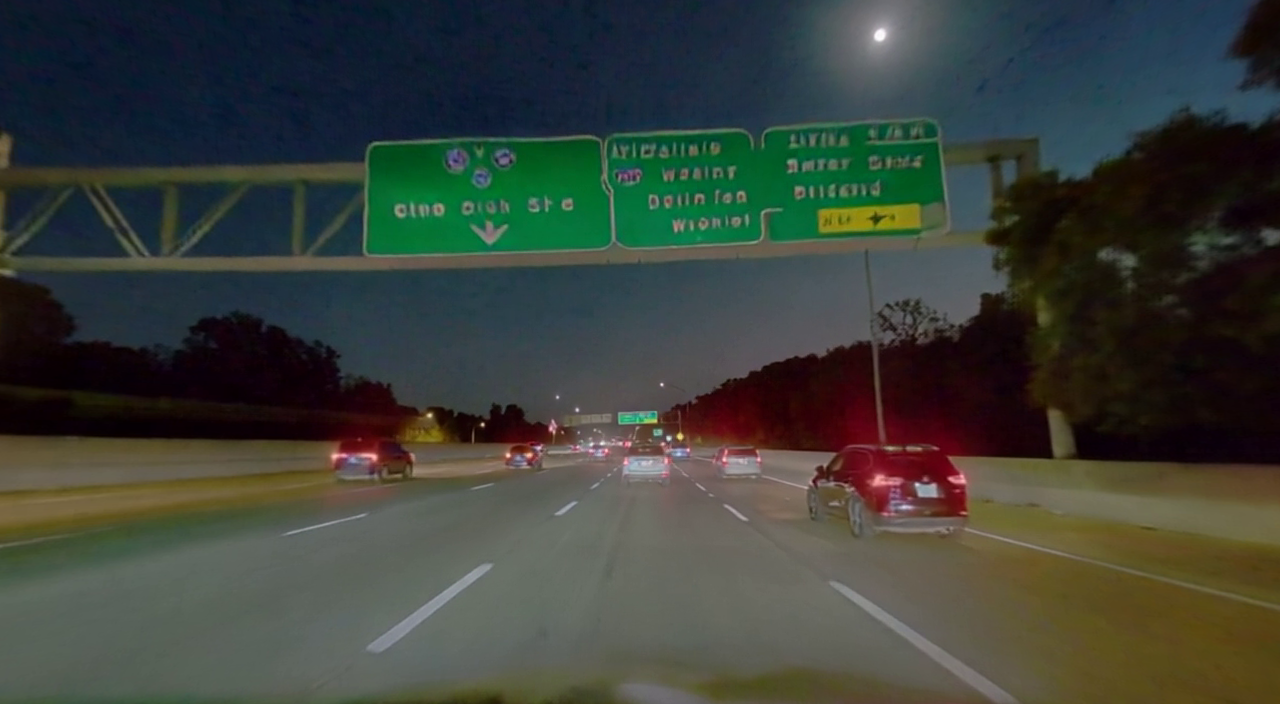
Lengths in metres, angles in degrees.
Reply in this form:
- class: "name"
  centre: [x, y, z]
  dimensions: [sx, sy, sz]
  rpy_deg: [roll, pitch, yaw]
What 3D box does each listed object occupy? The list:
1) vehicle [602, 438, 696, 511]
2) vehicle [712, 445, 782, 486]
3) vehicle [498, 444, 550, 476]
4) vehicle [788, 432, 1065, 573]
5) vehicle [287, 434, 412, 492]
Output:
- class: "vehicle"
  centre: [0.192, 2.971, 15.715]
  dimensions: [2.044, 1.554, 3.824]
  rpy_deg: [0, -9, 0]
- class: "vehicle"
  centre: [4.223, 4.562, 25.699]
  dimensions: [2.002, 1.499, 4.710]
  rpy_deg: [0, -9, -1]
- class: "vehicle"
  centre: [-6.214, 5.821, 34.219]
  dimensions: [2.014, 1.587, 4.265]
  rpy_deg: [0, -9, 0]
- class: "vehicle"
  centre: [3.611, 1.953, 8.922]
  dimensions: [2.044, 1.523, 3.947]
  rpy_deg: [0, -9, 0]
- class: "vehicle"
  centre: [-10.016, 3.857, 22.262]
  dimensions: [1.978, 1.821, 4.975]
  rpy_deg: [0, -9, 1]
